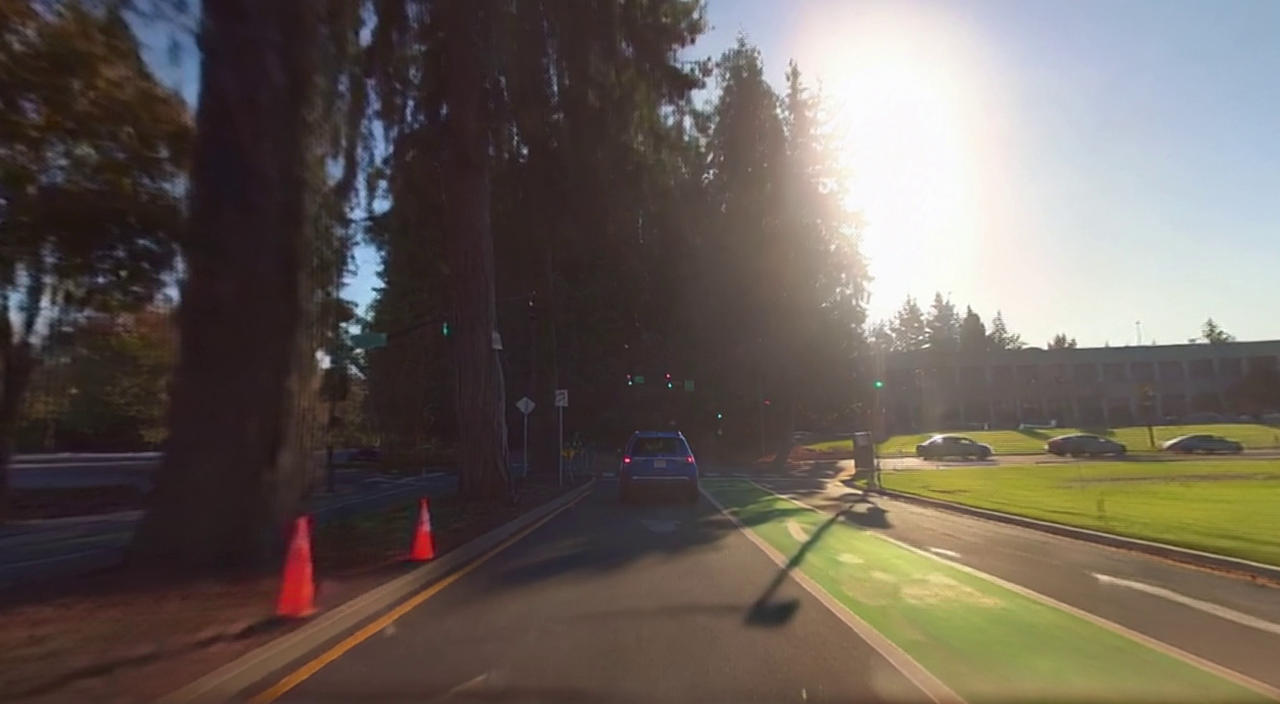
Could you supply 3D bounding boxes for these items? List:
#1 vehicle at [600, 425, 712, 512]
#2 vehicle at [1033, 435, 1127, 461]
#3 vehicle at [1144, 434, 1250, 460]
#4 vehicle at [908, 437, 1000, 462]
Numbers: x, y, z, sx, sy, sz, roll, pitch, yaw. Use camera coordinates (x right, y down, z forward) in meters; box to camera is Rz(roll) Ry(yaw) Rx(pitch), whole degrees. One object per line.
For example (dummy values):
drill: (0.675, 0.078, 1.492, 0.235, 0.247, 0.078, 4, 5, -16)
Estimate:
vehicle: (0.344, 2.800, 15.670, 2.339, 1.790, 4.629, 0, -9, 0)
vehicle: (26.693, 5.834, 38.385, 4.343, 1.518, 1.845, 0, -9, -3)
vehicle: (33.492, 5.733, 38.051, 4.483, 1.481, 2.082, 0, -9, -3)
vehicle: (18.879, 5.896, 38.143, 4.492, 1.422, 1.961, 0, -9, -1)
